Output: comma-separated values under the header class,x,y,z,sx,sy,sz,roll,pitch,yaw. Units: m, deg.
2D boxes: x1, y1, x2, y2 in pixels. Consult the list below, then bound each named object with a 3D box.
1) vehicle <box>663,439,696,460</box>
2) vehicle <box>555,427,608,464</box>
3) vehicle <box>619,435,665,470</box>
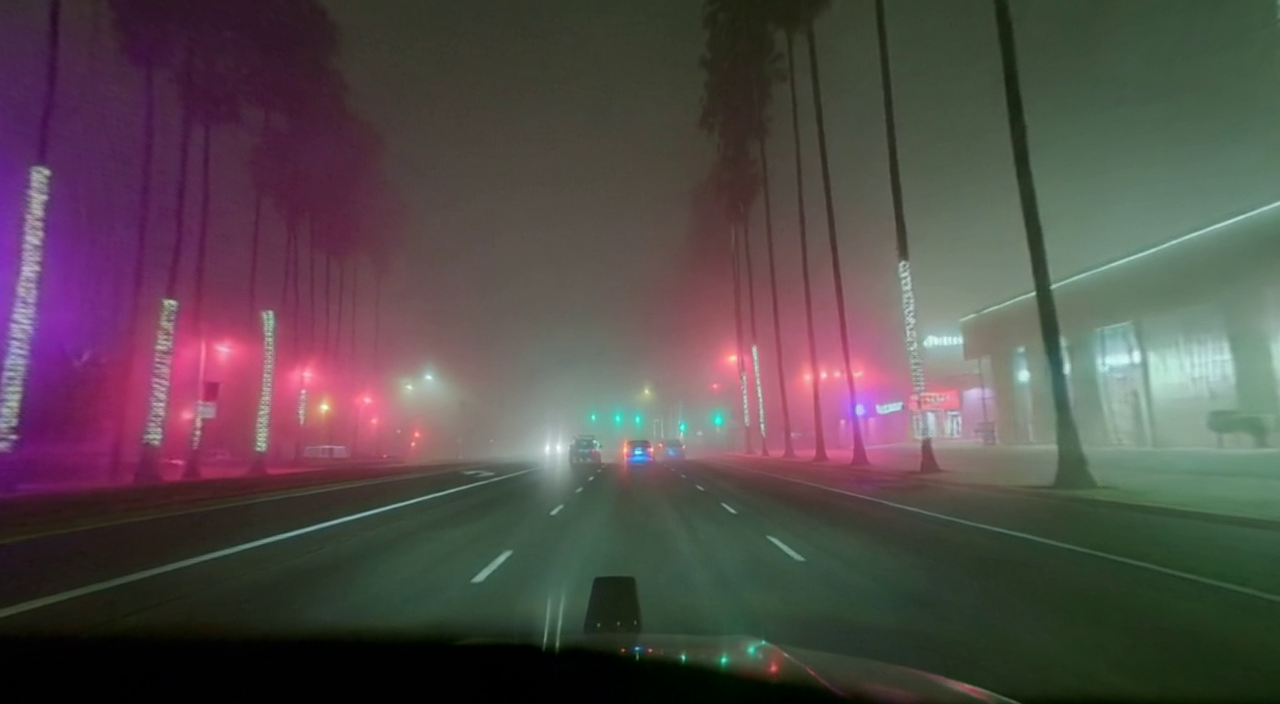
class,x,y,z,sx,sy,sz,roll,pitch,yaw
vehicle,2.914,7.359,47.830,2.085,1.482,4.491,0,-9,-2
vehicle,-3.411,5.703,38.429,2.672,2.064,5.681,0,-9,0
vehicle,0.060,5.025,31.834,2.160,1.615,4.117,0,-9,-1
